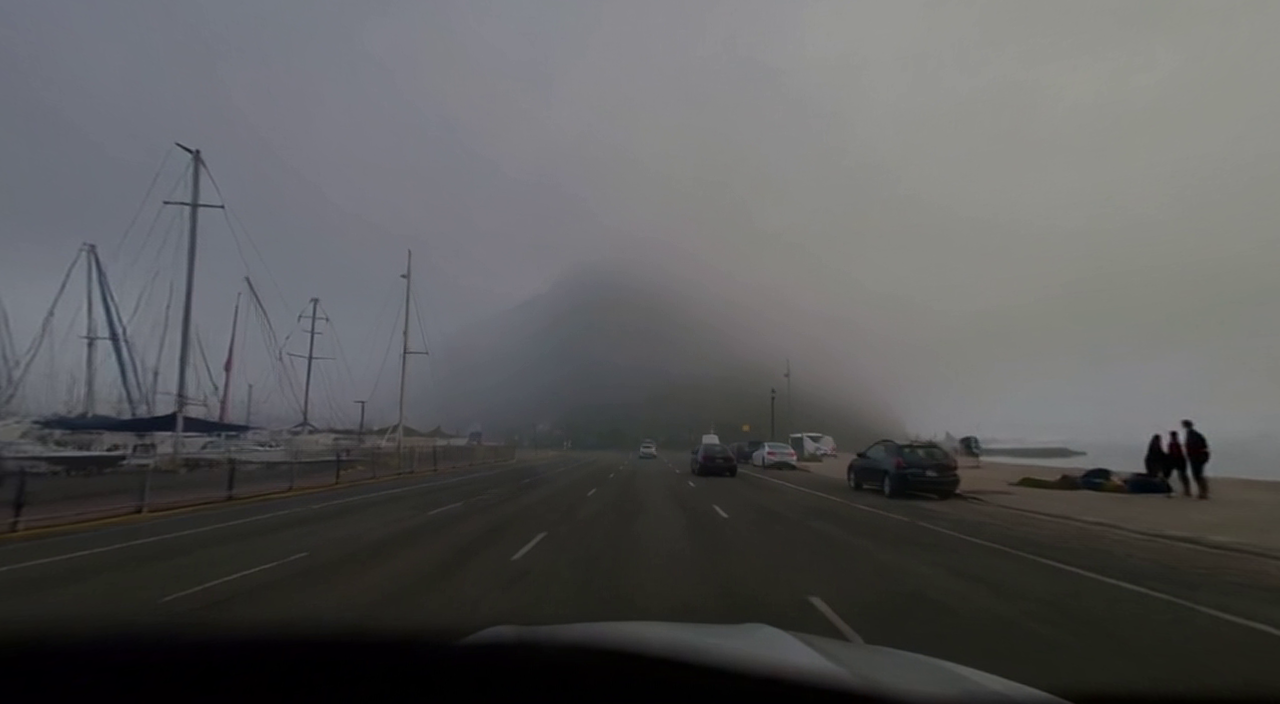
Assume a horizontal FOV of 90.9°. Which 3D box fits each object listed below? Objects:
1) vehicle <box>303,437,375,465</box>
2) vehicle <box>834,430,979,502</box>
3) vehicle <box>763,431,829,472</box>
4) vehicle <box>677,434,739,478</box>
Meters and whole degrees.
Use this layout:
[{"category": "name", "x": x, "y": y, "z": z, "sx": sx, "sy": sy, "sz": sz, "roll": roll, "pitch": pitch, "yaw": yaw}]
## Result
[{"category": "vehicle", "x": -17.912, "y": 5.900, "z": 37.778, "sx": 1.840, "sy": 1.522, "sz": 4.695, "roll": -1, "pitch": -9, "yaw": 2}, {"category": "vehicle", "x": 7.288, "y": 3.154, "z": 17.915, "sx": 2.029, "sy": 1.750, "sz": 4.825, "roll": 0, "pitch": -8, "yaw": 1}, {"category": "vehicle", "x": 8.024, "y": 5.172, "z": 32.910, "sx": 2.056, "sy": 1.896, "sz": 5.062, "roll": 0, "pitch": -8, "yaw": -1}, {"category": "vehicle", "x": 2.679, "y": 4.201, "z": 25.635, "sx": 2.047, "sy": 1.640, "sz": 4.051, "roll": 0, "pitch": -8, "yaw": 0}]
